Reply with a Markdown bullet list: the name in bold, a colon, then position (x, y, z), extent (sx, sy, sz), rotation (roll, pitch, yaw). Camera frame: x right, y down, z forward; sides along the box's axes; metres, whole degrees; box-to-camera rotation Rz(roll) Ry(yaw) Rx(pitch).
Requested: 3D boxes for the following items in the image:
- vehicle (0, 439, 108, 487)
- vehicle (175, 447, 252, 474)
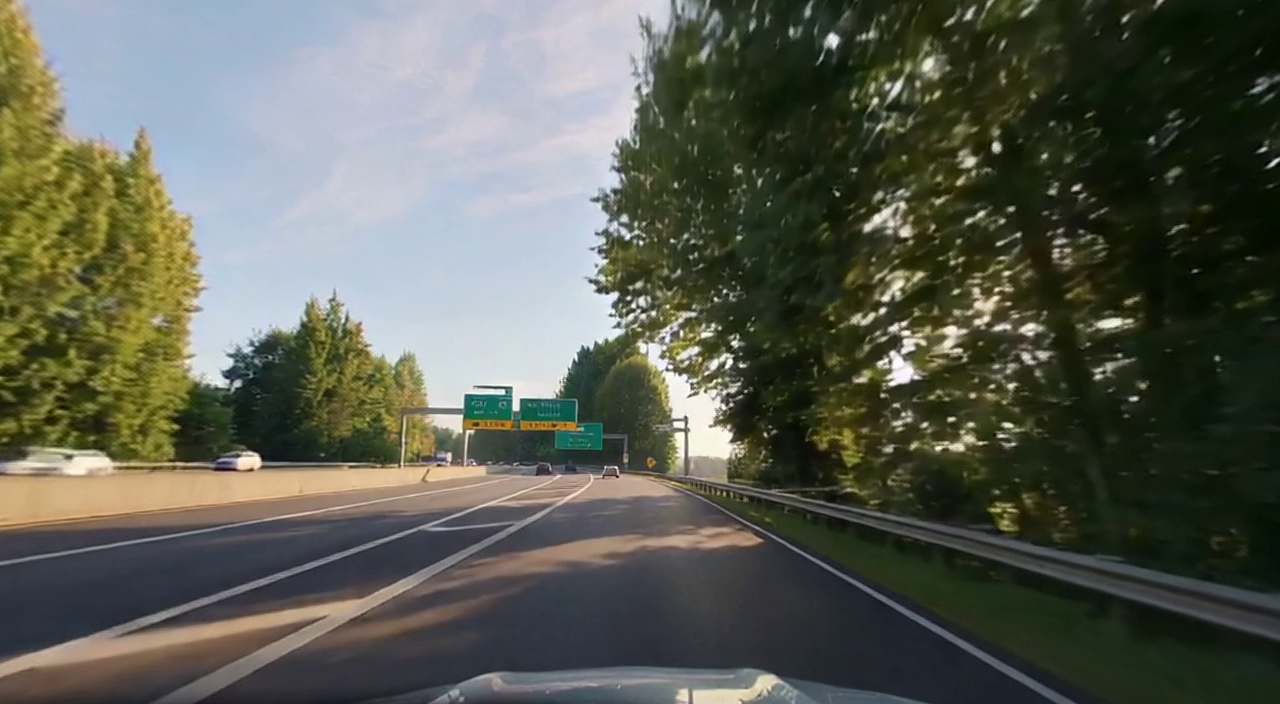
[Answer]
- **vehicle**: position (-21.206, 3.814, 21.598), extent (2.041, 1.494, 4.669), rotation (1, -10, -4)
- **vehicle**: position (-26.540, 6.823, 39.430), extent (1.864, 1.526, 4.574), rotation (1, -10, -4)
